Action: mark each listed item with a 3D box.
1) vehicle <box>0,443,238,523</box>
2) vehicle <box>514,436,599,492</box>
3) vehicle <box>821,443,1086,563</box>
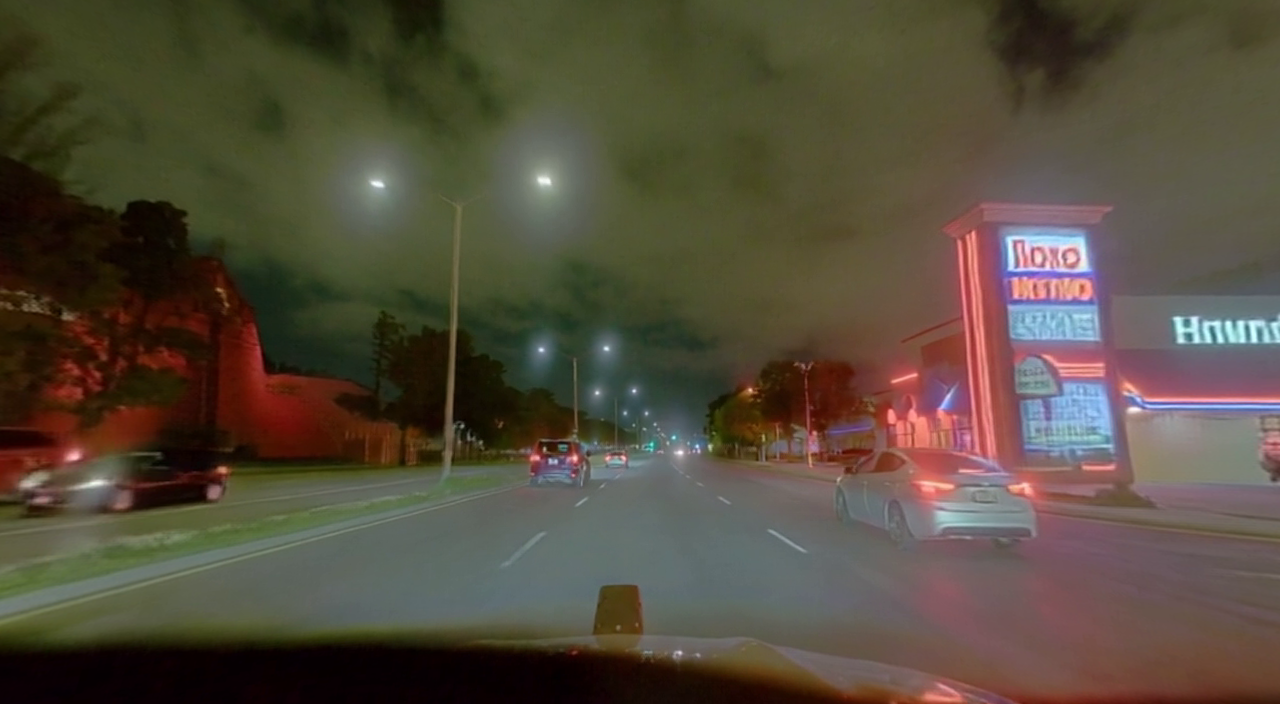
[{"bbox_3d":[-11.606,2.801,14.107,1.960,1.451,4.870,0,-9,1],"label":"vehicle"},{"bbox_3d":[-2.921,4.085,23.366,2.305,1.833,4.912,0,-9,2],"label":"vehicle"},{"bbox_3d":[4.547,2.232,10.127,1.960,1.471,4.378,0,-9,-1],"label":"vehicle"}]
